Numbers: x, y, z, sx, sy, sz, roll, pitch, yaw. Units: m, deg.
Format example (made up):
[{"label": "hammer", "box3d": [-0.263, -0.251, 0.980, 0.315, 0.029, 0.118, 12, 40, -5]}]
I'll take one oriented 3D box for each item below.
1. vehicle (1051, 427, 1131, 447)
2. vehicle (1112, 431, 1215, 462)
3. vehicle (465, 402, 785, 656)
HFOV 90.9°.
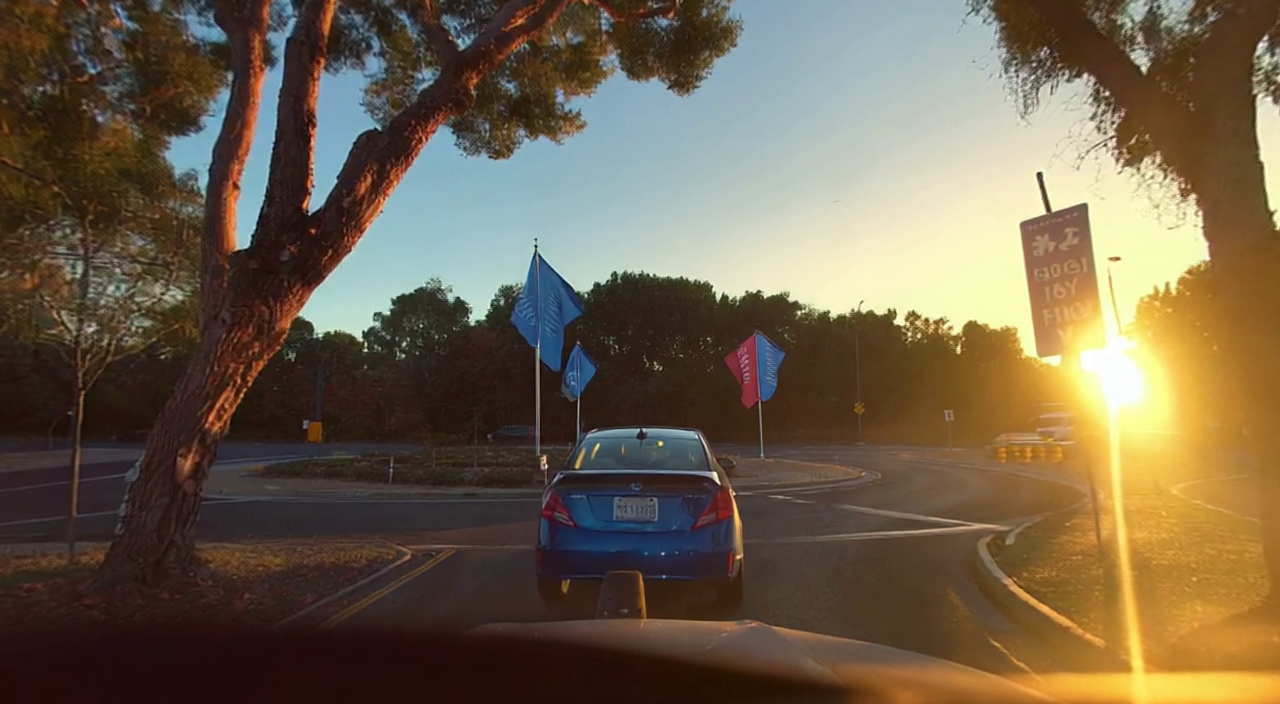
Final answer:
[{"label": "vehicle", "box3d": [35.280, 6.686, 49.415, 4.652, 1.498, 1.783, -2, -9, 10]}, {"label": "vehicle", "box3d": [29.795, 5.405, 35.923, 4.485, 1.691, 2.132, 2, -9, -14]}, {"label": "vehicle", "box3d": [0.032, 1.466, 6.172, 2.078, 1.607, 4.010, -1, -9, 4]}]
